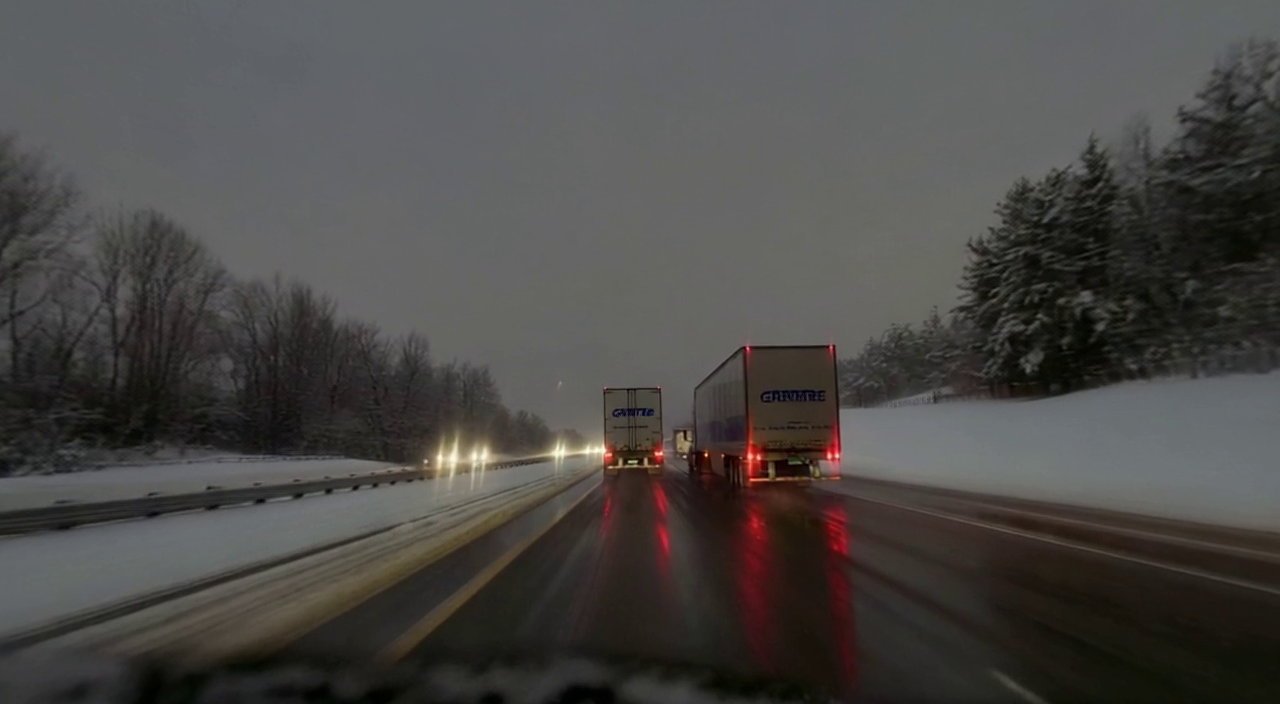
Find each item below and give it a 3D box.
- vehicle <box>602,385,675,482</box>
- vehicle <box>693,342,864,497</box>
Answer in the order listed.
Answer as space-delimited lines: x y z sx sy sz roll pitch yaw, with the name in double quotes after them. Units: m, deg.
-0.063 3.951 29.809 2.864 3.805 9.709 0 -9 0 "vehicle"
4.274 2.874 24.086 3.044 4.128 14.482 0 -9 -1 "vehicle"
